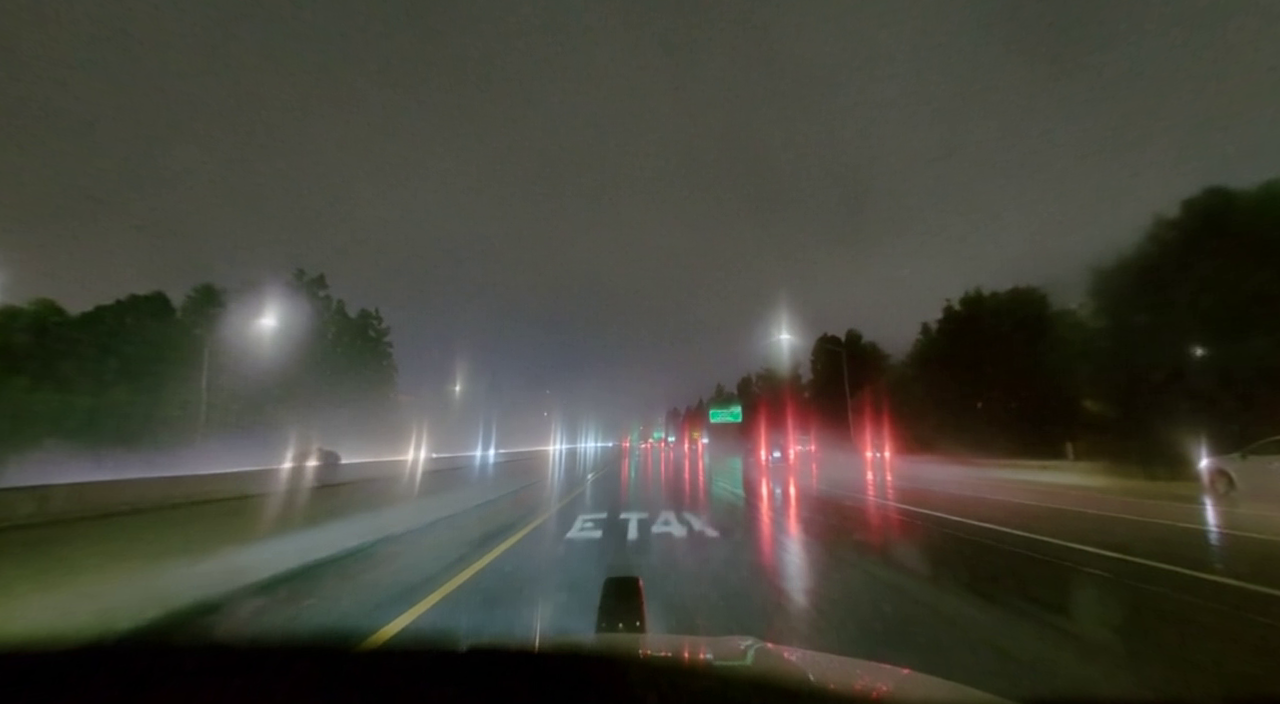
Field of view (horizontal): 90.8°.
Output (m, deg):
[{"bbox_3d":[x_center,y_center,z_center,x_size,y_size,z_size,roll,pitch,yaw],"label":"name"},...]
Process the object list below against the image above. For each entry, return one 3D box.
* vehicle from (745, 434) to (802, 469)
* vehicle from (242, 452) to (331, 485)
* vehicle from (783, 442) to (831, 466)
[{"bbox_3d":[7.370,5.551,35.335,2.098,1.820,4.505,0,-9,-2],"label":"vehicle"},{"bbox_3d":[-17.540,5.775,31.655,1.851,1.492,4.531,0,-9,0],"label":"vehicle"},{"bbox_3d":[10.859,6.684,41.447,1.931,1.479,4.183,0,-9,-1],"label":"vehicle"}]
